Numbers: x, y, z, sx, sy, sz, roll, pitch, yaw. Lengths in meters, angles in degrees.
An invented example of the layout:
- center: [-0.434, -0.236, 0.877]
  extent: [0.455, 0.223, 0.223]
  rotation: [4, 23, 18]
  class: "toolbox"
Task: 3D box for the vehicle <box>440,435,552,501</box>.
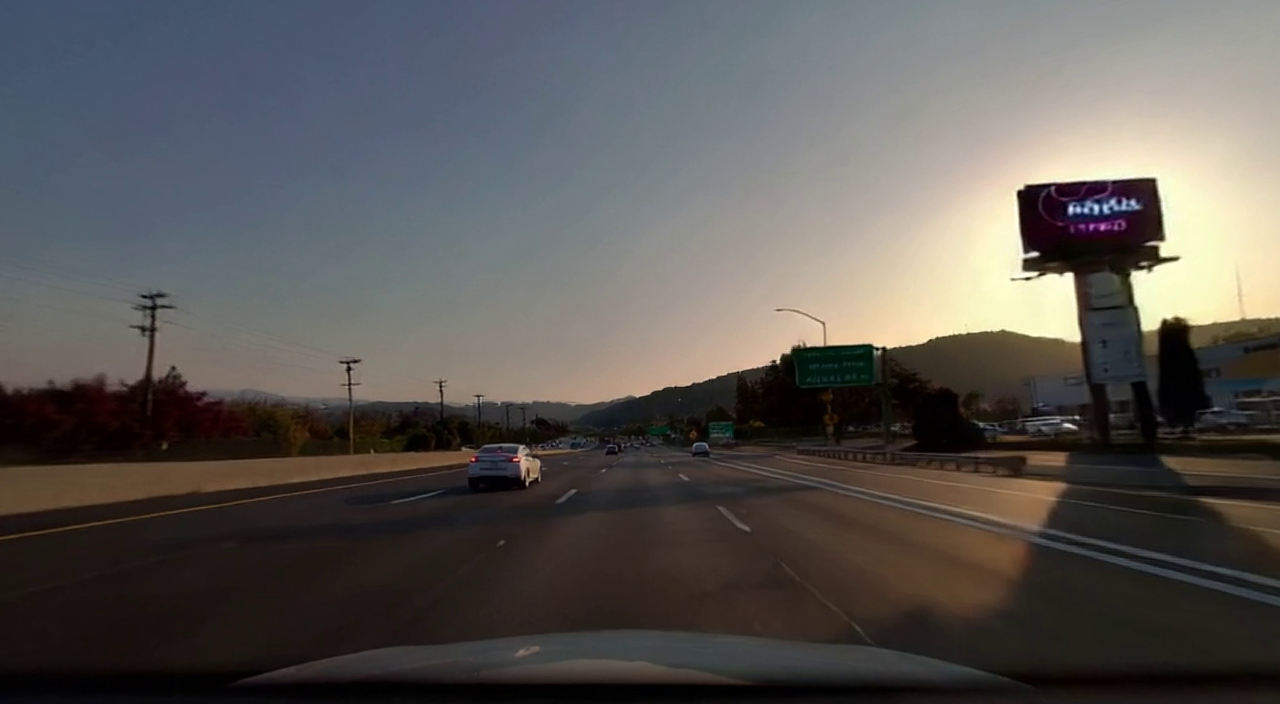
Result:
- center: [-3.647, 3.011, 16.866]
  extent: [1.939, 1.508, 4.272]
  rotation: [0, -8, 1]
  class: "vehicle"
